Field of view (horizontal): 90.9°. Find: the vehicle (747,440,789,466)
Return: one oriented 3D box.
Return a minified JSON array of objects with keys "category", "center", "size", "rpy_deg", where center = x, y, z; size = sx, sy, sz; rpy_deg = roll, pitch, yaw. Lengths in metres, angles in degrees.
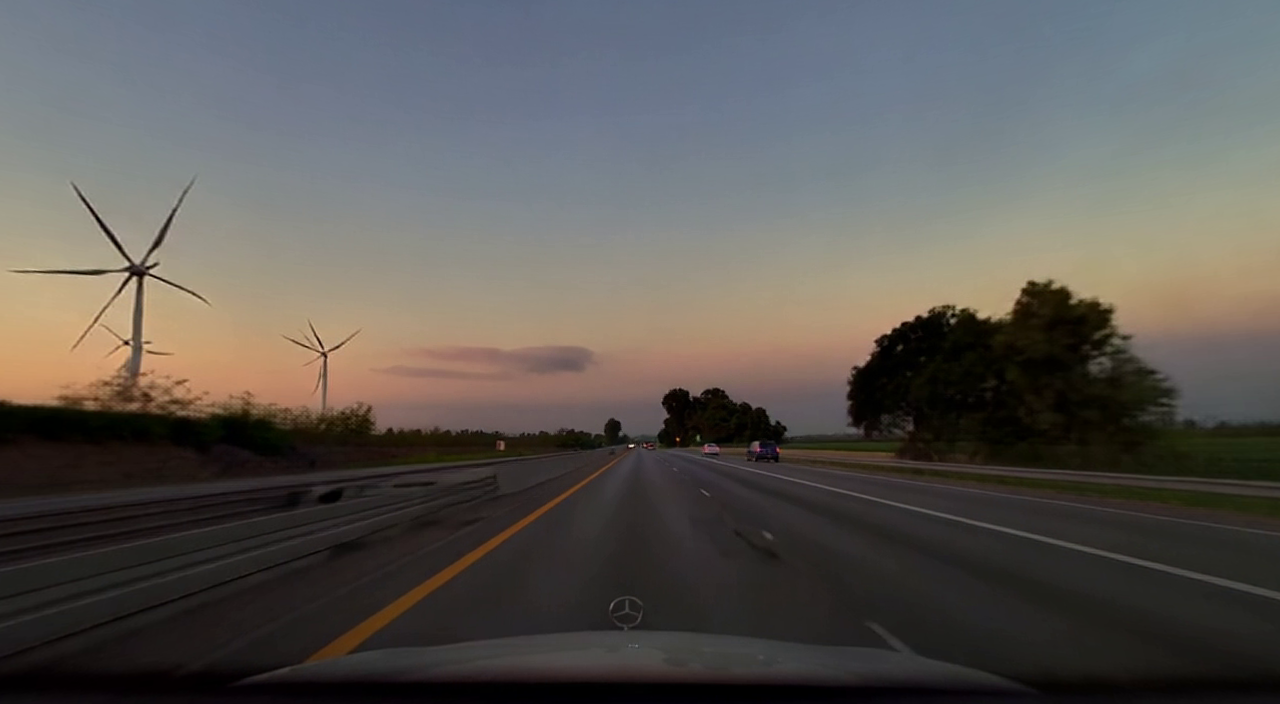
[{"category":"vehicle","center":[8.791,7.006,43.702],"size":[1.897,1.669,4.825],"rpy_deg":[1,-9,0]}]
